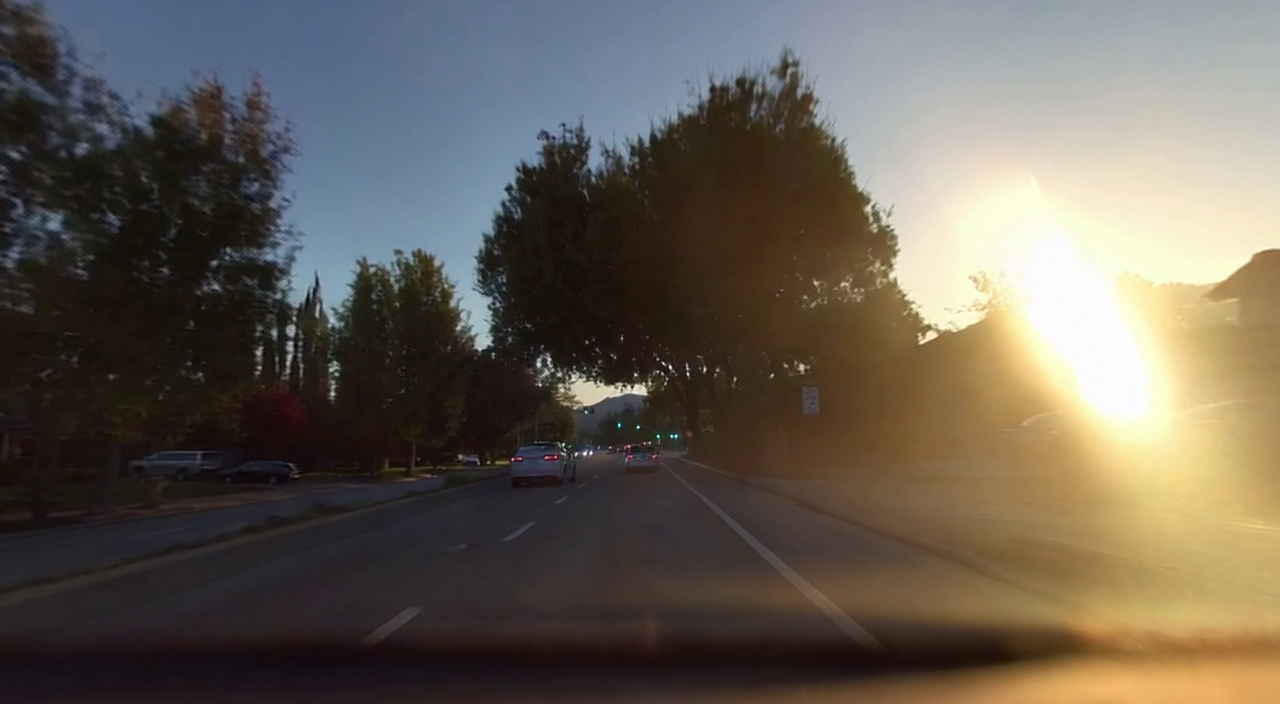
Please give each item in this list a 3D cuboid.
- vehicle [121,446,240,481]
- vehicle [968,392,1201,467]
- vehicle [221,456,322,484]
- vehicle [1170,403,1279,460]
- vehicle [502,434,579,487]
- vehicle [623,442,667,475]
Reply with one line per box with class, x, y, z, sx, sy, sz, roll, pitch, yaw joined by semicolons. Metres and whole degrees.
vehicle;-27.656;6.708;38.170;5.466;1.963;2.174;0;-8;0
vehicle;15.599;2.767;22.498;6.374;2.098;2.415;-4;-8;-1
vehicle;-21.933;7.007;37.733;4.792;1.551;1.931;0;-8;-1
vehicle;17.880;2.196;17.429;4.522;1.495;2.071;-1;-8;4
vehicle;-3.591;4.005;23.725;2.157;1.771;4.452;0;-8;0
vehicle;0.257;5.265;31.564;2.062;1.518;3.901;0;-8;0
